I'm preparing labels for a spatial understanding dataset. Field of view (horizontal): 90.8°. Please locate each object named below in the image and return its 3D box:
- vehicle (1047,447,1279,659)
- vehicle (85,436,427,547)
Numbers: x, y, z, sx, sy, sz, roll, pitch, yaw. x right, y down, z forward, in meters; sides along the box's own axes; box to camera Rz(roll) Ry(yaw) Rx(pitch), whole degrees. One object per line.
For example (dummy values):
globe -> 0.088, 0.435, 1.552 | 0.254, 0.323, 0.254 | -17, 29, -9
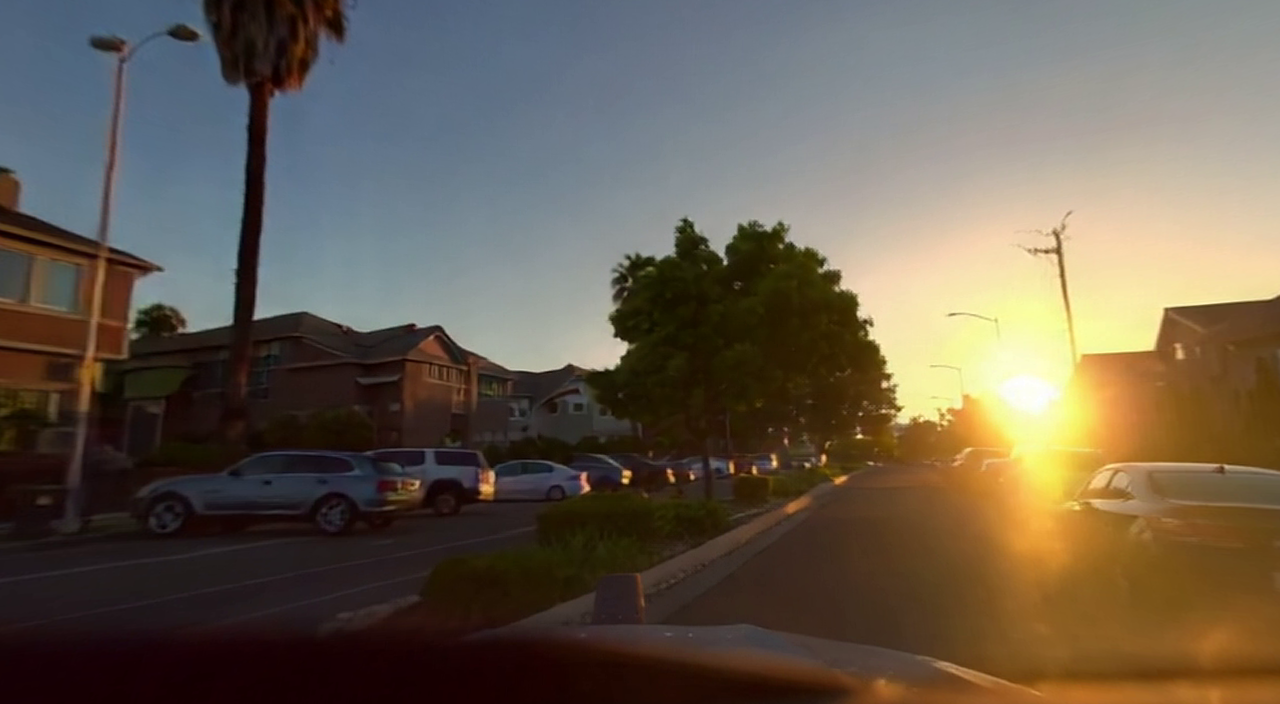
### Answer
vehicle -> 5.774, 1.725, 6.456 | 2.001, 1.461, 4.492 | -4, -9, 24
vehicle -> -6.637, 2.407, 11.314 | 4.866, 1.752, 1.998 | -1, -8, 5
